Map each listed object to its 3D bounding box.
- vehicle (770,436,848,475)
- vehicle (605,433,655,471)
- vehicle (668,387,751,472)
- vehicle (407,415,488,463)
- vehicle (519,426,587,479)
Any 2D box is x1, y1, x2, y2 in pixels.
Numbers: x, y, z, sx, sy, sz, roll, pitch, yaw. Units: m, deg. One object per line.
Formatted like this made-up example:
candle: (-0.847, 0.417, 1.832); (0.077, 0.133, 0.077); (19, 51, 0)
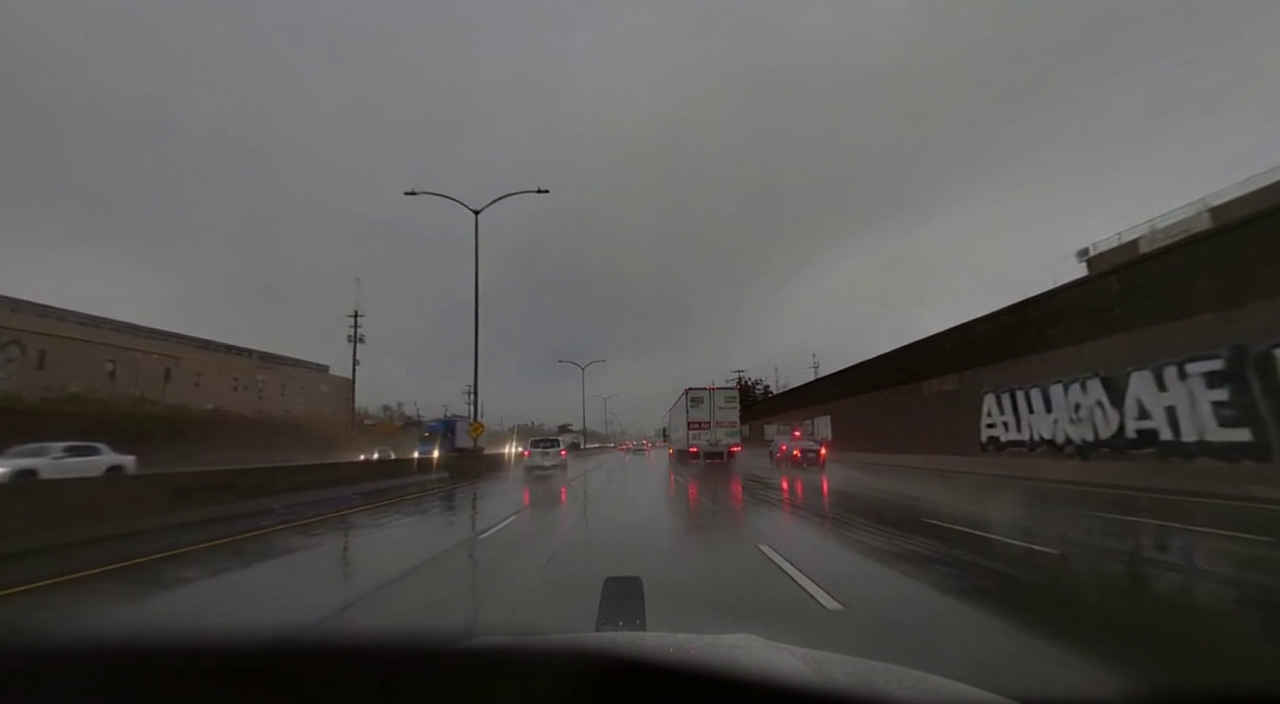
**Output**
vehicle: (7.073, 4.390, 26.965); (1.915, 1.476, 4.677); (0, -9, -1)
vehicle: (-0.463, 4.740, 29.984); (2.191, 1.685, 4.015); (0, -9, 0)
vehicle: (3.344, 4.285, 33.716); (2.976, 3.806, 10.591); (0, -9, -1)
vehicle: (-14.366, 6.722, 48.306); (2.928, 3.237, 10.432); (0, -9, 0)
vehicle: (-3.296, 3.940, 24.975); (2.249, 1.843, 5.176); (0, -9, -3)
